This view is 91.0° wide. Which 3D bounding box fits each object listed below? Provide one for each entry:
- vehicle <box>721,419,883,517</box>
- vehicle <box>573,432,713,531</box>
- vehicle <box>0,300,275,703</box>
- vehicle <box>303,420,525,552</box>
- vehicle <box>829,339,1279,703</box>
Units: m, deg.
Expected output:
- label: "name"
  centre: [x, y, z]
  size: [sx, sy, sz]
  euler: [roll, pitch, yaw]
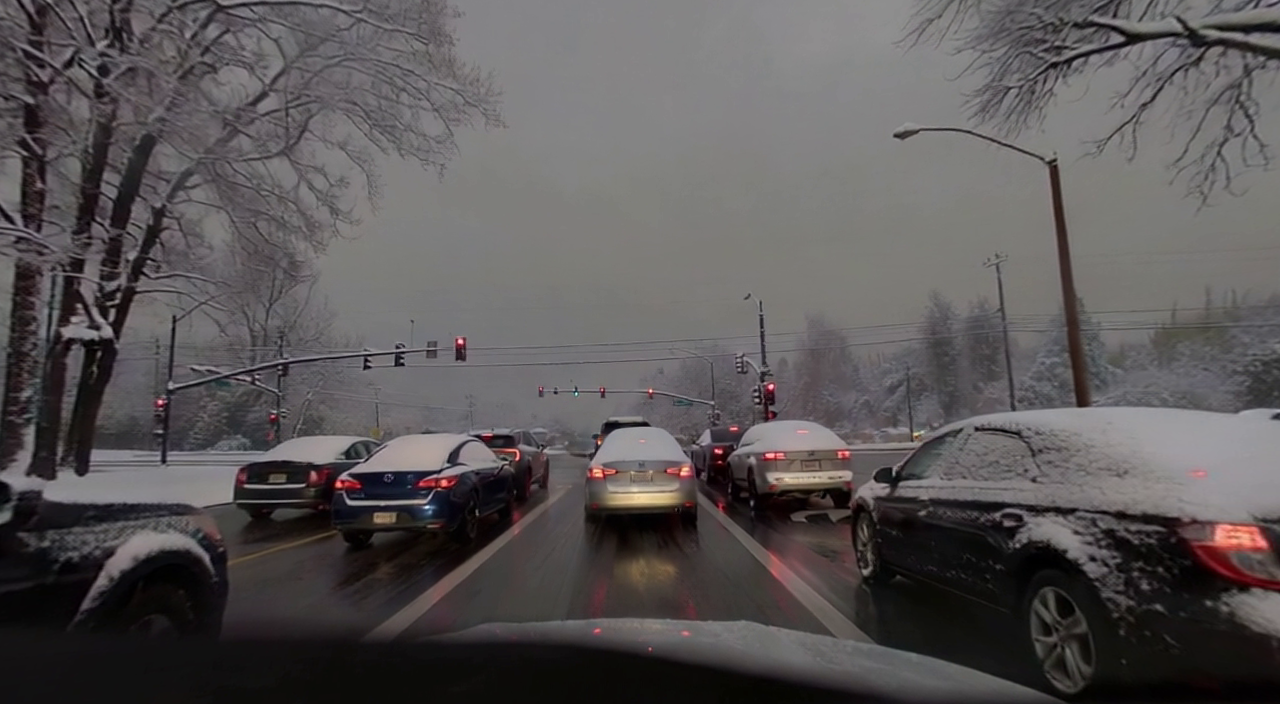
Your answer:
- label: "vehicle"
  centre: [3.049, 2.294, 12.898]
  size: [2.106, 1.667, 4.101]
  euler: [0, -8, -2]
- label: "vehicle"
  centre: [-0.022, 2.199, 11.282]
  size: [2.076, 1.438, 3.770]
  euler: [0, -8, -2]
- label: "vehicle"
  centre: [-3.194, 0.604, 1.405]
  size: [2.079, 1.756, 4.676]
  euler: [0, -8, -2]
- label: "vehicle"
  centre: [-3.078, 1.909, 9.690]
  size: [1.896, 1.546, 4.378]
  euler: [0, -8, -2]
- label: "vehicle"
  centre: [3.151, 1.104, 4.595]
  size: [2.074, 1.685, 4.387]
  euler: [0, -8, -1]
